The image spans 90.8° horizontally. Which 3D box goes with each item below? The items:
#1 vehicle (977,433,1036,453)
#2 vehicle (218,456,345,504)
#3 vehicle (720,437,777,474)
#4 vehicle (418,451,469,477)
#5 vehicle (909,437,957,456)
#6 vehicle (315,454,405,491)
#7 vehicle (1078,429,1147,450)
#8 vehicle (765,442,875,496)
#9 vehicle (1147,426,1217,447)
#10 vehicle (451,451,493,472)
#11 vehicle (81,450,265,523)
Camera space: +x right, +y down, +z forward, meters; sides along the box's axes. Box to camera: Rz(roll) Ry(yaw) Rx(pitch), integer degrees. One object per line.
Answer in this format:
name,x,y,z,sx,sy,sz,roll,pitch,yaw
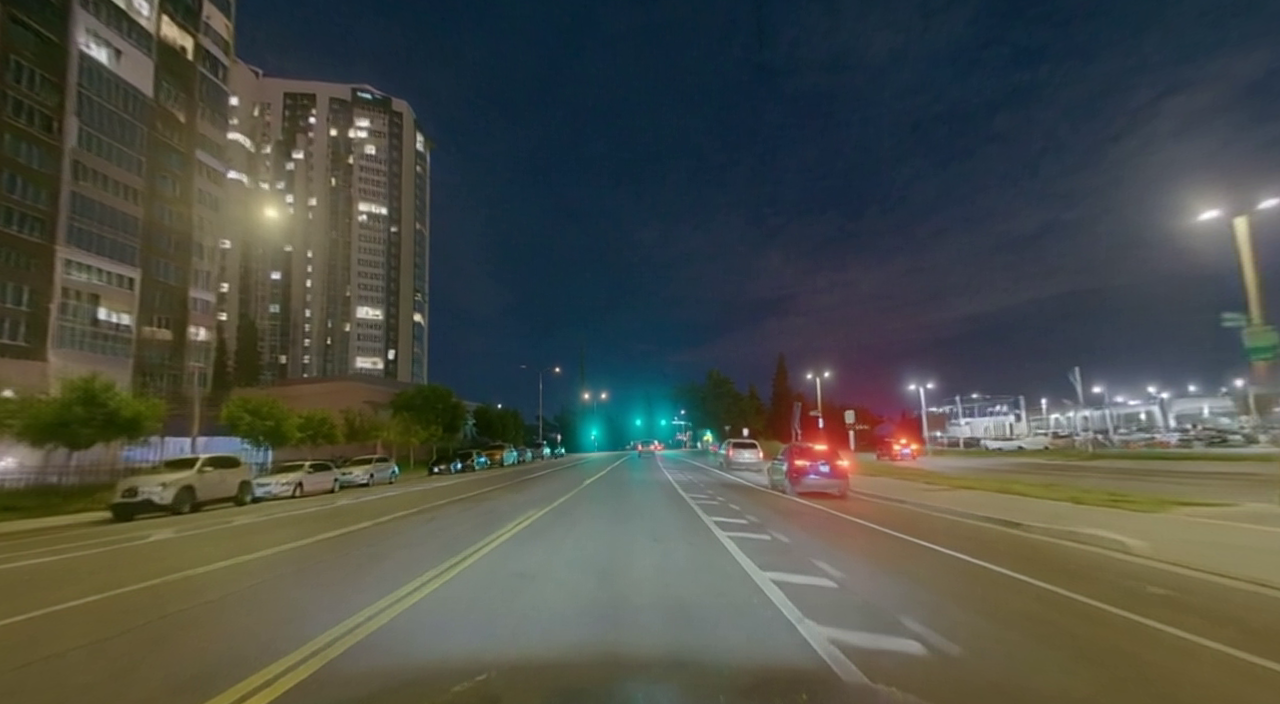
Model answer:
vehicle,28.414,7.108,49.152,1.790,1.460,4.515,0,-8,-2
vehicle,-12.767,4.555,22.923,1.779,1.433,4.633,0,-8,2
vehicle,5.603,5.424,33.309,2.102,1.781,5.470,0,-8,0
vehicle,-12.329,7.030,39.875,1.926,1.499,3.869,0,-8,1
vehicle,22.750,7.347,49.209,1.797,1.425,3.794,0,-8,-2
vehicle,-12.660,5.449,28.944,1.889,1.461,4.608,0,-8,2
vehicle,36.612,6.817,49.092,1.780,1.479,4.556,0,-8,-1
vehicle,5.375,3.536,19.513,2.085,1.466,4.276,0,-8,-1
vehicle,41.893,6.593,48.938,1.793,1.525,4.157,0,-8,2
vehicle,-12.312,8.023,46.577,1.723,1.418,4.359,0,-8,2
vehicle,-12.669,3.619,17.579,1.908,1.694,4.306,0,-8,-3
